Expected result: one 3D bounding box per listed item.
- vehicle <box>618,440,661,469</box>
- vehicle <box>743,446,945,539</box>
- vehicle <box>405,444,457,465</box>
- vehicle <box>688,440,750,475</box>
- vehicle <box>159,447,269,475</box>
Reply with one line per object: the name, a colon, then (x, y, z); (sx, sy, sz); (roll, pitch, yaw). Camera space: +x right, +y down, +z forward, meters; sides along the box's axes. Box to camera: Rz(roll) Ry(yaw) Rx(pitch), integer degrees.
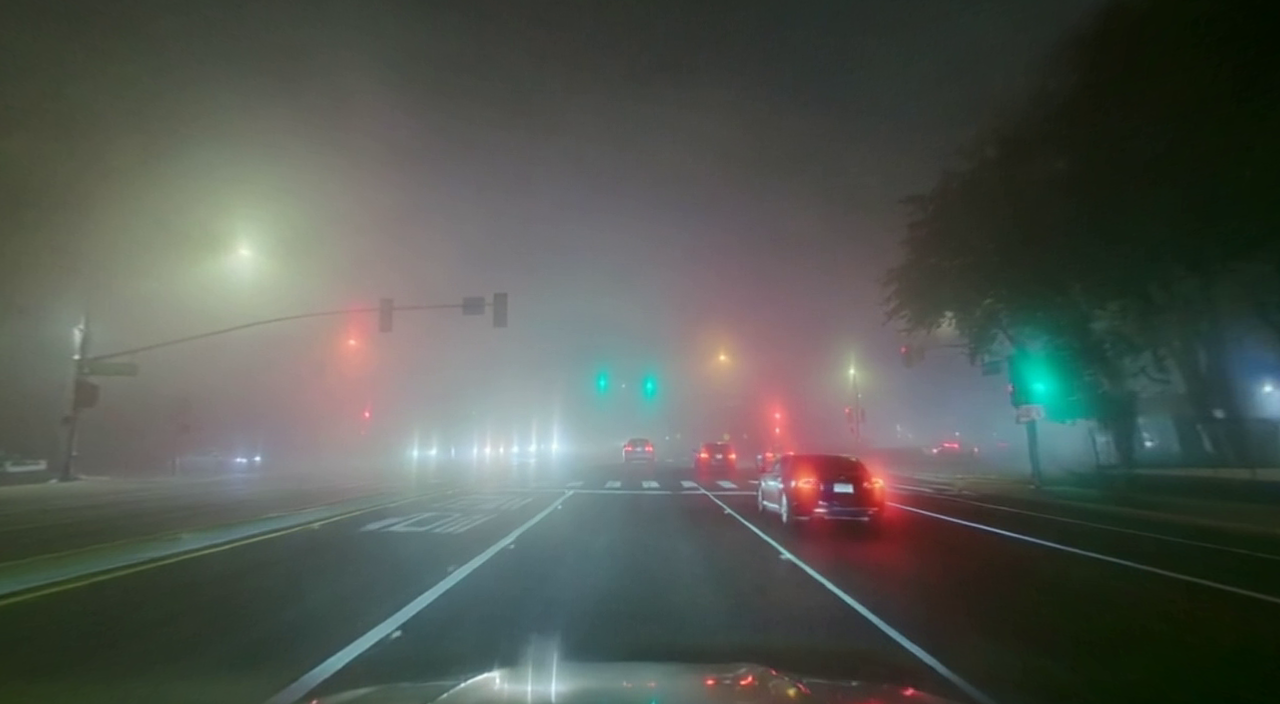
vehicle: (-0.036, 5.487, 34.046); (2.143, 1.480, 4.006); (0, -8, 0)
vehicle: (3.306, 2.351, 11.340); (2.080, 1.321, 4.382); (0, -8, -1)
vehicle: (-15.271, 7.477, 46.363); (2.144, 1.463, 4.701); (0, -8, 1)
vehicle: (3.636, 4.926, 29.849); (2.226, 1.490, 4.593); (0, -8, -1)
vehicle: (-23.911, 6.111, 35.592); (4.751, 1.501, 2.147); (-1, -8, 5)
